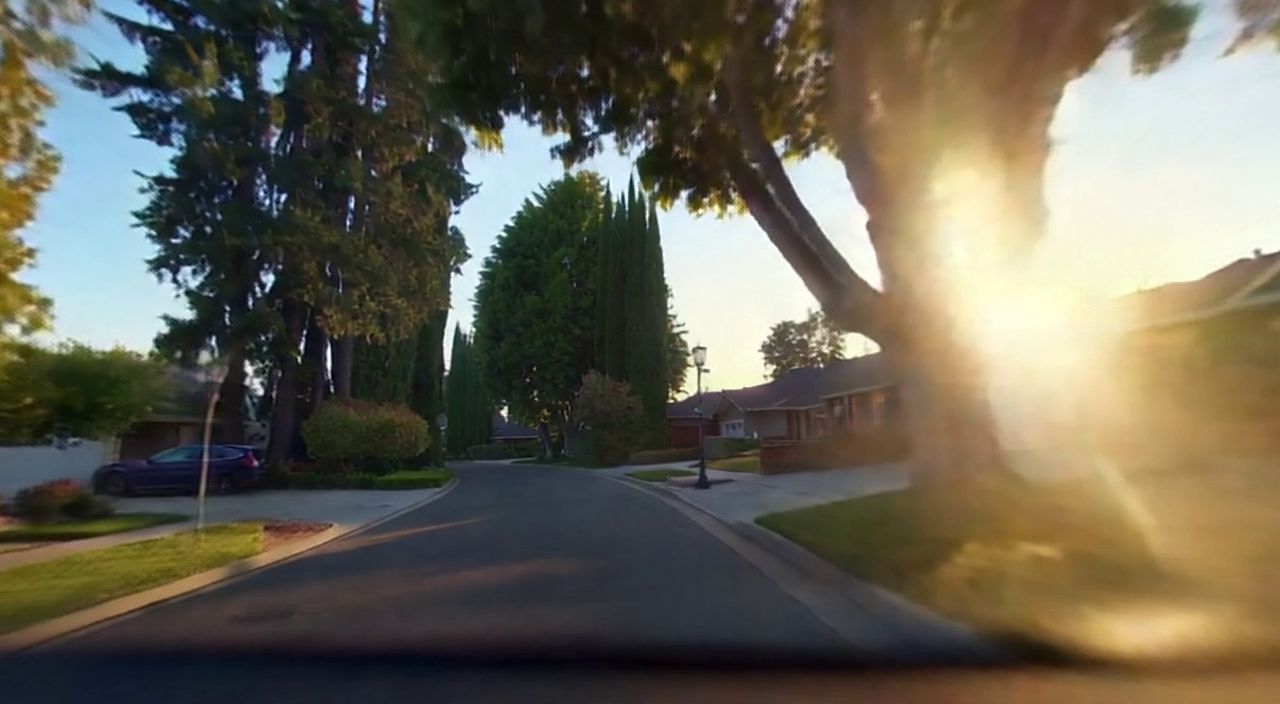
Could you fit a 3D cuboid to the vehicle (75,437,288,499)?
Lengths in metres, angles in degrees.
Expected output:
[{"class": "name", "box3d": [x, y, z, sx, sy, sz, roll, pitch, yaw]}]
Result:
[{"class": "vehicle", "box3d": [-12.840, 3.259, 17.927, 4.471, 1.638, 1.877, 1, -8, -4]}]
